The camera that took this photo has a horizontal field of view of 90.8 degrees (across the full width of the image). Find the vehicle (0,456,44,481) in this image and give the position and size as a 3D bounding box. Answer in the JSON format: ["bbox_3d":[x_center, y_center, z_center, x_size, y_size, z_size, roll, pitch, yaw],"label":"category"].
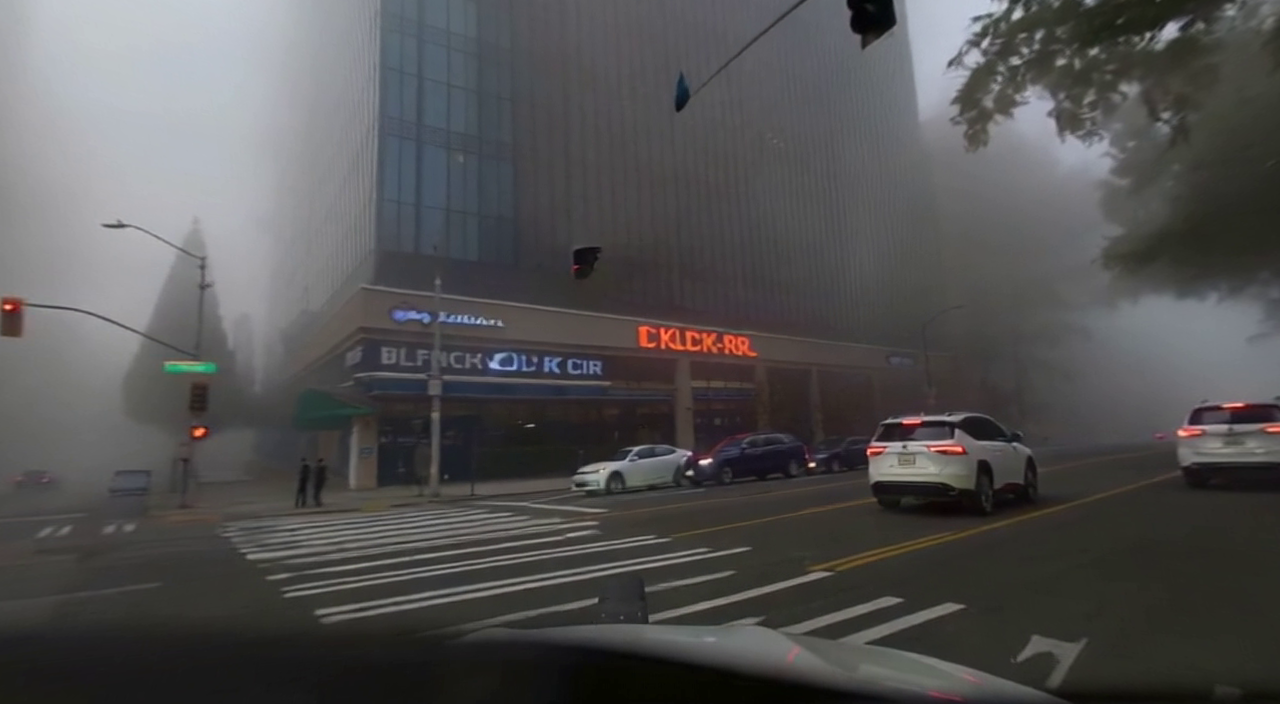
[{"bbox_3d":[-41.369,7.677,41.916,2.097,1.508,4.202,7,-11,-37],"label":"vehicle"}]

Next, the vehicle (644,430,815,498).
[{"bbox_3d":[2.413,2.880,16.456,4.504,1.507,1.857,8,-12,-40],"label":"vehicle"}]

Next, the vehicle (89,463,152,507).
[{"bbox_3d":[-22.537,5.723,27.455,1.920,1.605,4.091,3,-10,-39],"label":"vehicle"}]

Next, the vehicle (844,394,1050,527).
[{"bbox_3d":[5.203,1.754,10.433,2.023,1.702,4.152,-7,-12,39],"label":"vehicle"}]

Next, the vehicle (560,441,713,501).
[{"bbox_3d":[-0.034,3.376,18.165,4.021,1.508,1.989,8,-12,-39],"label":"vehicle"}]

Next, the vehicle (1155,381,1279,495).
[{"bbox_3d":[12.639,1.742,12.839,4.796,1.953,2.352,6,-11,-40],"label":"vehicle"}]
